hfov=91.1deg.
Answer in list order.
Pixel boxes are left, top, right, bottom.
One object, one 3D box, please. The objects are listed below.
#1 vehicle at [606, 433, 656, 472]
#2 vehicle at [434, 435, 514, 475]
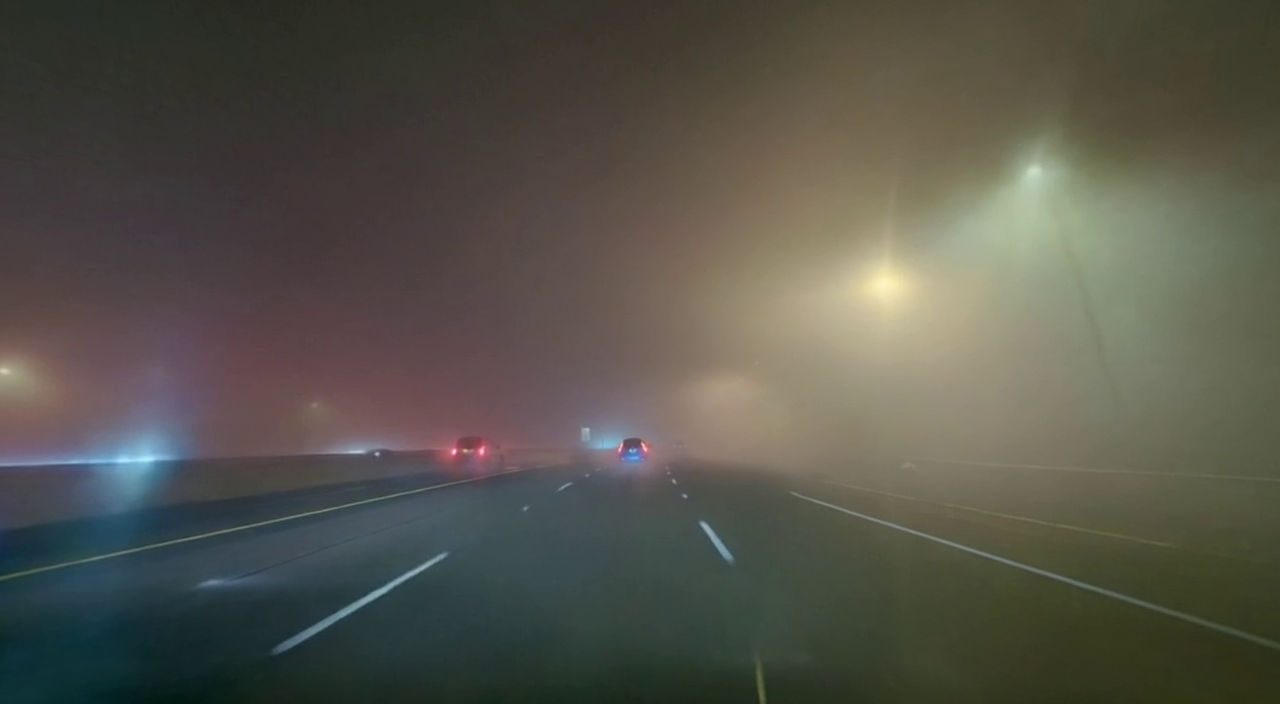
[{"bbox_3d":[-0.337,4.715,29.595,2.155,1.690,4.318,0,-8,1],"label":"vehicle"},{"bbox_3d":[-6.925,4.353,26.680,1.994,1.519,4.668,0,-9,2],"label":"vehicle"}]
